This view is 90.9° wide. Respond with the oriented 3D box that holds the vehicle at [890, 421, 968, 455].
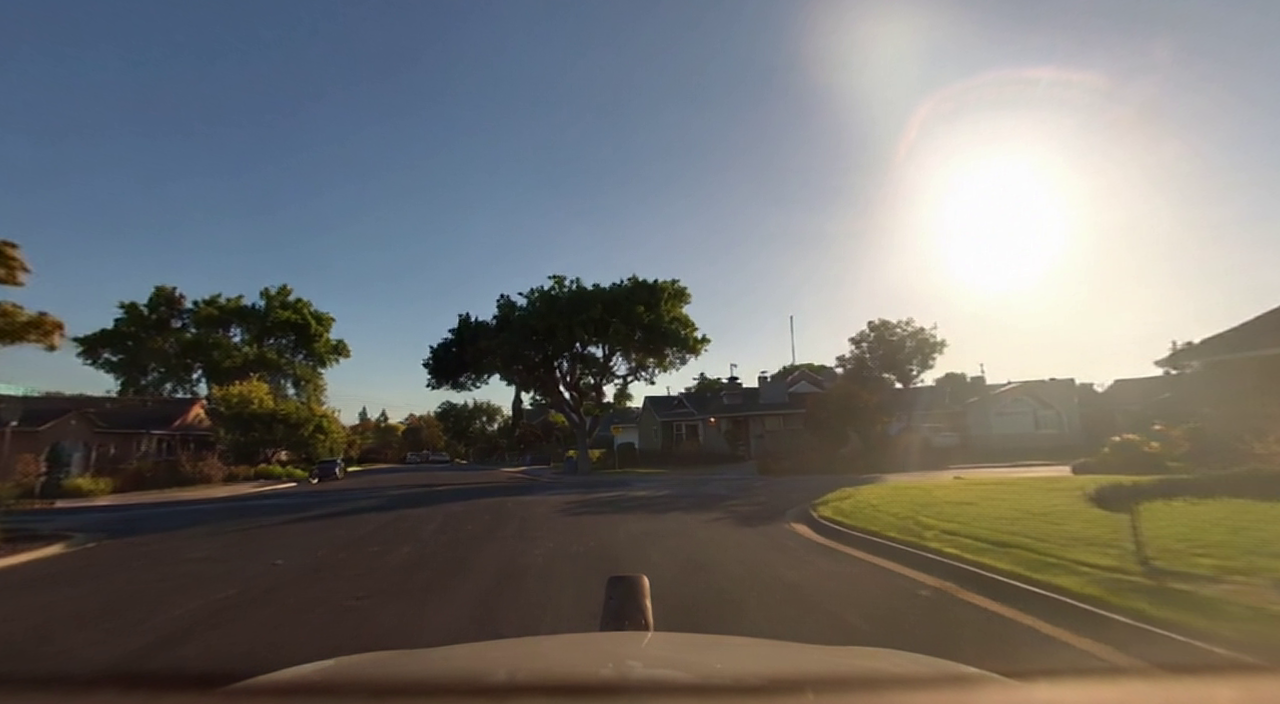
[{"bbox_3d":[16.692,5.049,36.756,1.992,1.813,5.079,0,-8,-2],"label":"vehicle"}]
